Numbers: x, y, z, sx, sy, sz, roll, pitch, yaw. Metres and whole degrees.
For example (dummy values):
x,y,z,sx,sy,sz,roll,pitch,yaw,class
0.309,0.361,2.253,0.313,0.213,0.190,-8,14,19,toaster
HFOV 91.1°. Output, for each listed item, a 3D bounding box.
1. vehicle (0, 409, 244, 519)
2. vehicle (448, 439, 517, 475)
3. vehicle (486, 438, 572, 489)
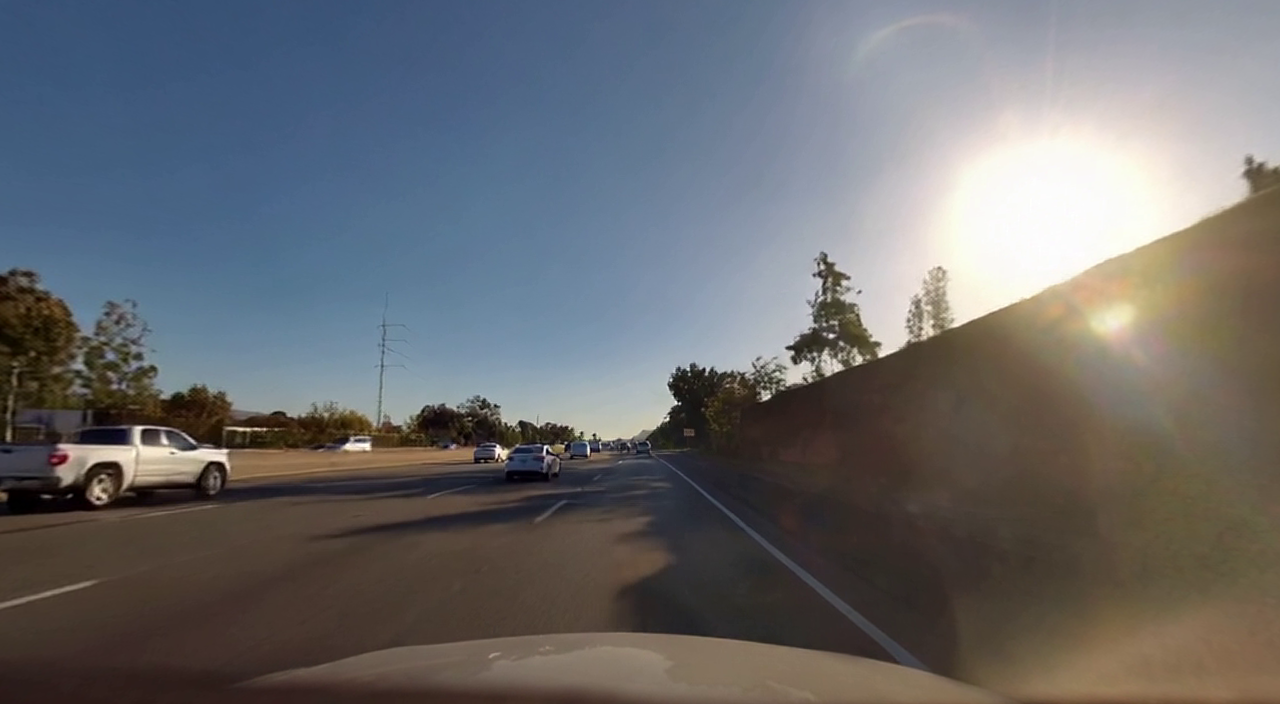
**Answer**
x,y,z,sx,sy,sz,roll,pitch,yaw,class
-11.147,2.247,13.211,2.207,1.834,5.255,0,-8,0,vehicle
-7.059,4.747,28.616,1.942,1.502,4.216,0,-8,1,vehicle
-3.581,3.684,21.223,1.945,1.484,4.803,0,-8,1,vehicle
